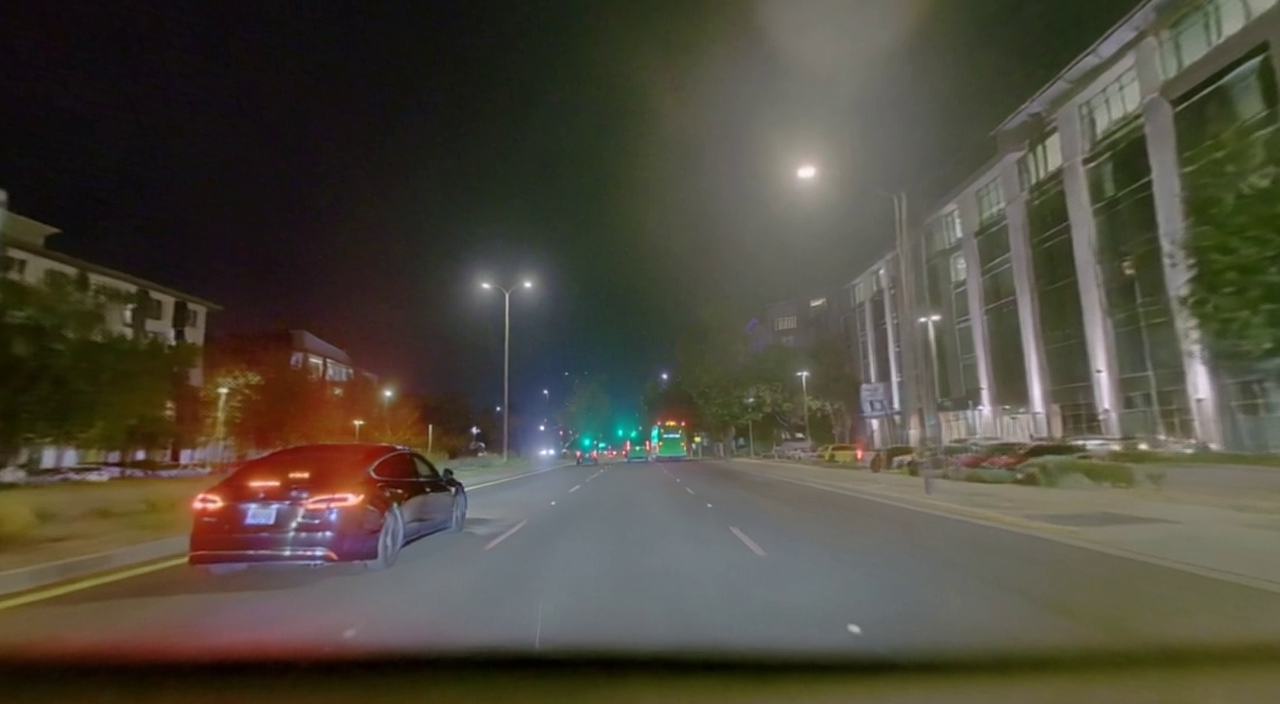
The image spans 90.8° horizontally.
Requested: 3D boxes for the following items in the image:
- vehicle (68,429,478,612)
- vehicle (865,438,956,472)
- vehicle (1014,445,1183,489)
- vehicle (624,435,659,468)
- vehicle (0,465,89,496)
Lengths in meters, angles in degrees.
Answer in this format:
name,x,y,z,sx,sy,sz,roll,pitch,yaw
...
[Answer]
name,x,y,z,sx,sy,sz,roll,pitch,yaw
vehicle,-3.595,1.729,7.497,2.120,1.481,4.535,0,-9,0
vehicle,16.818,6.420,39.433,4.520,1.834,2.167,-3,-10,-1
vehicle,16.642,4.183,23.111,4.682,1.507,1.878,0,-9,0
vehicle,0.050,6.983,44.373,2.336,2.122,5.207,0,-9,-1
vehicle,-33.759,7.097,35.021,4.553,1.621,1.999,-1,-9,4
